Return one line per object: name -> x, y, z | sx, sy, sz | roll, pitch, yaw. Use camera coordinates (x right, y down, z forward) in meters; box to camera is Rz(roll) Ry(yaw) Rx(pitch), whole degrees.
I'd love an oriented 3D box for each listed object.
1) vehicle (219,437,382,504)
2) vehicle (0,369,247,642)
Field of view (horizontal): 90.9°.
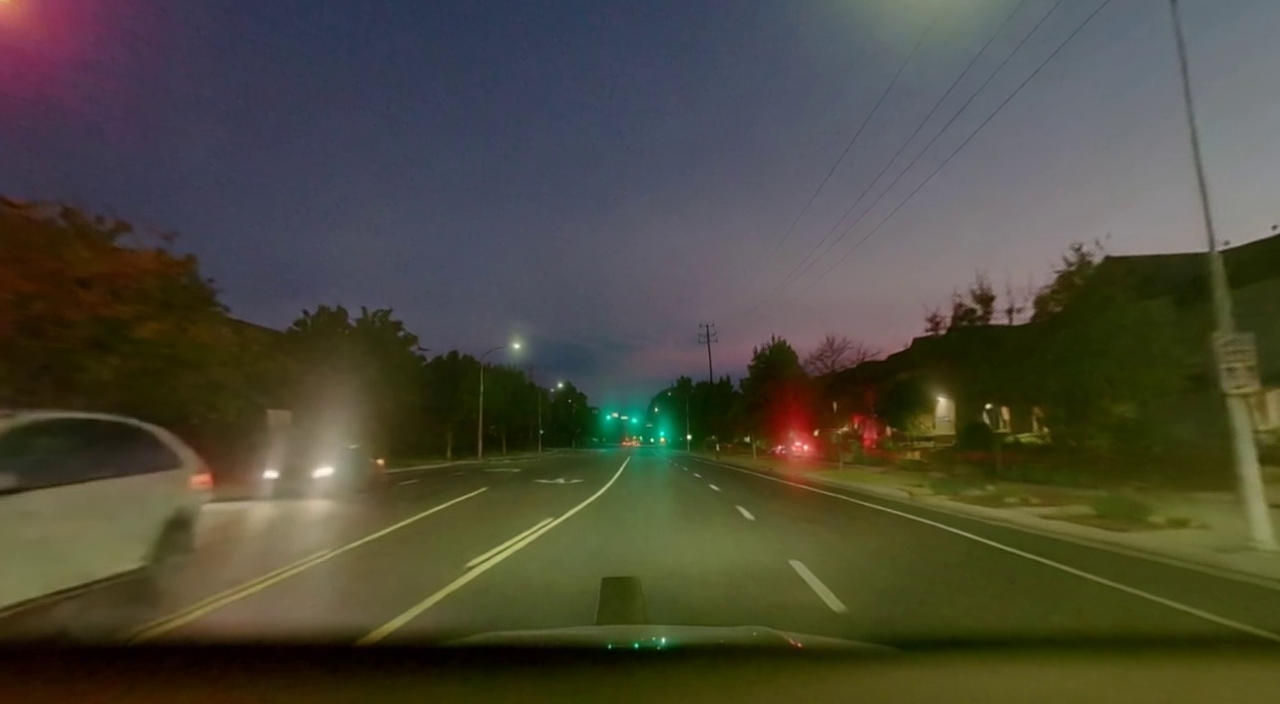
vehicle -> -8.800, 3.078, 16.918 | 2.066, 1.468, 4.558 | -1, -8, -3
vehicle -> -5.236, 1.057, 4.435 | 2.128, 1.753, 4.516 | 0, -8, -2
